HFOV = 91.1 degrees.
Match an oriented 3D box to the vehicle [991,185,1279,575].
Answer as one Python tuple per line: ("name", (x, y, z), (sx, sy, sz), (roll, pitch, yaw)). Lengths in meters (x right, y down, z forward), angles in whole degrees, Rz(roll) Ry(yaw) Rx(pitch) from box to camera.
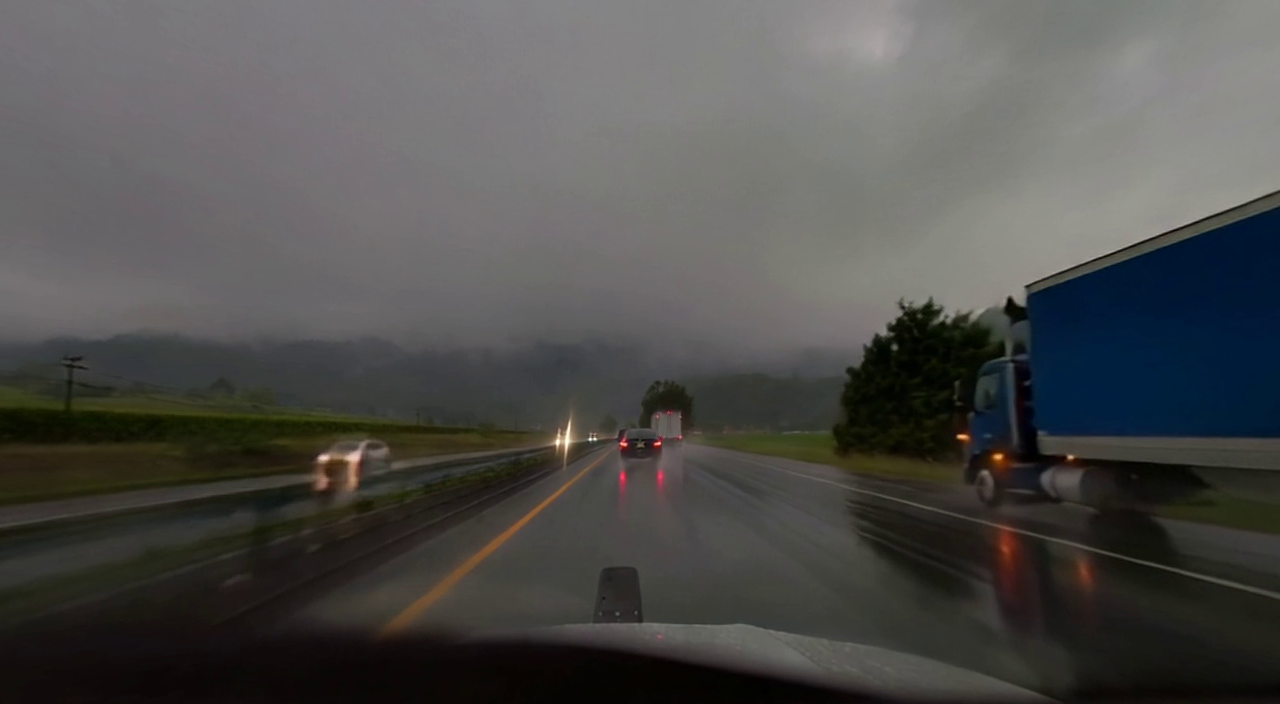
("vehicle", (7.520, 0.273, 5.989), (3.010, 3.638, 8.978), (0, -8, -1))

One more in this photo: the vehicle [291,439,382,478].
("vehicle", (-12.335, 4.310, 25.824), (1.847, 1.468, 3.854), (0, -8, -1))

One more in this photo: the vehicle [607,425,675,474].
("vehicle", (-0.008, 3.516, 22.946), (2.216, 1.623, 4.220), (0, -8, -1))
